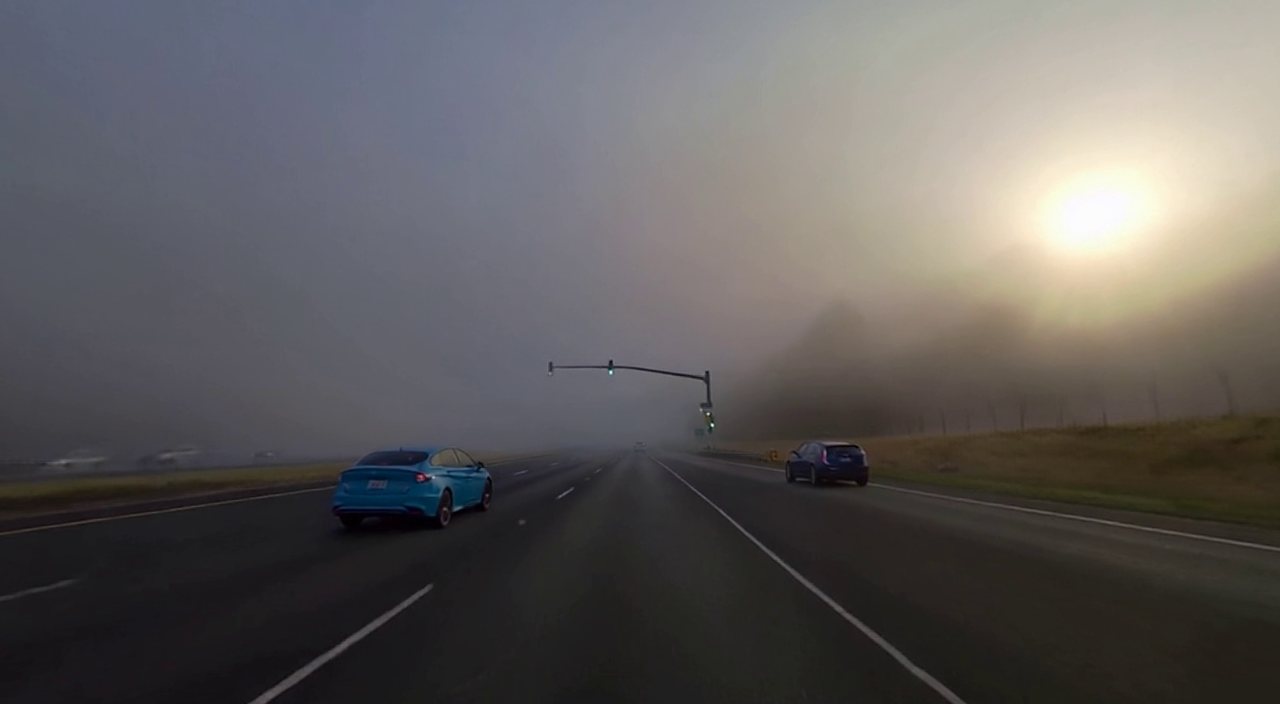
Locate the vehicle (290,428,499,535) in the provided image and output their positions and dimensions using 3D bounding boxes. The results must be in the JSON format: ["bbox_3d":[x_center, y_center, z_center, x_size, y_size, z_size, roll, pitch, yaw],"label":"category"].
[{"bbox_3d":[-4.071,2.221,11.432,1.987,1.516,4.478,-1,-9,0],"label":"vehicle"}]

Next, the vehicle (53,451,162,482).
[{"bbox_3d":[-28.679,6.140,34.111,1.869,1.499,4.581,-1,-9,1],"label":"vehicle"}]

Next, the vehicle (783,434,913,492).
[{"bbox_3d":[5.945,3.240,18.717,2.049,1.481,4.774,0,-9,-3],"label":"vehicle"}]
